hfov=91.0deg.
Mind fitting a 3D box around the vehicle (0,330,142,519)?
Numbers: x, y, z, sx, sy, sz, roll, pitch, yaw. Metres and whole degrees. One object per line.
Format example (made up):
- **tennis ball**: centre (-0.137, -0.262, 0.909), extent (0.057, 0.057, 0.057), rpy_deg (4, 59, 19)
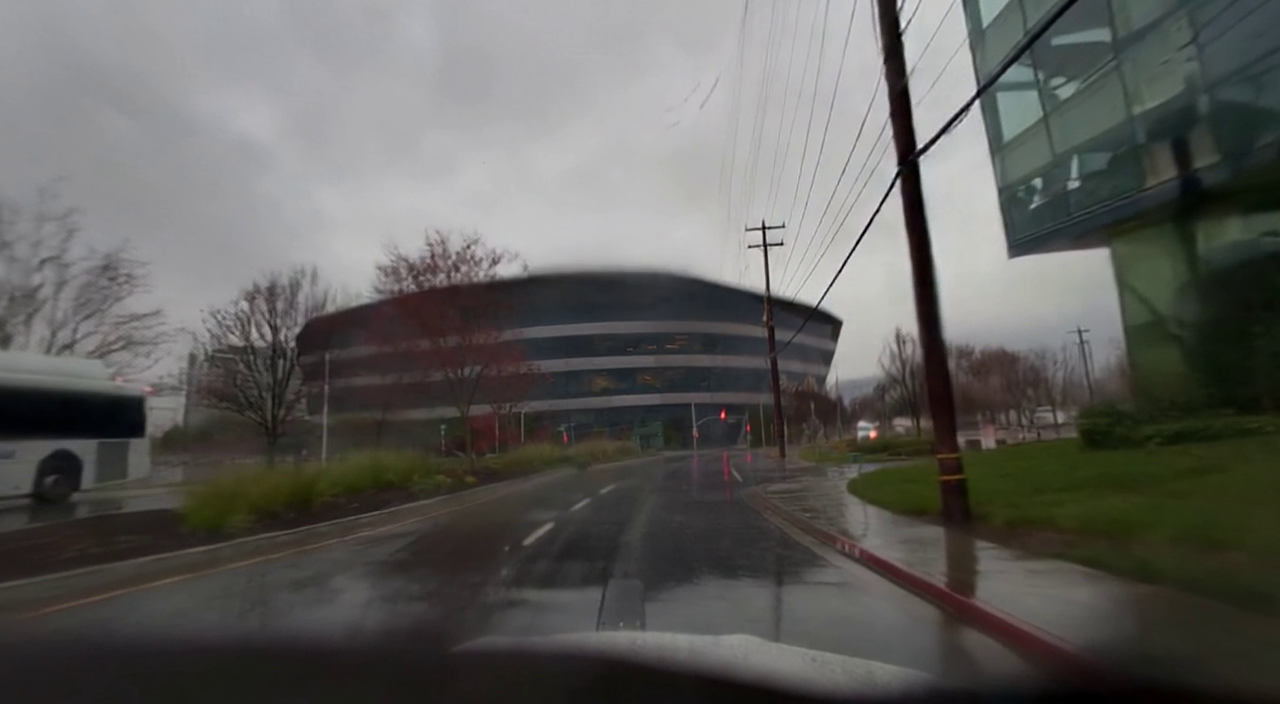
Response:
- **vehicle**: centre (-15.416, 1.244, 11.499), extent (3.014, 4.047, 11.442), rpy_deg (0, -9, 1)
